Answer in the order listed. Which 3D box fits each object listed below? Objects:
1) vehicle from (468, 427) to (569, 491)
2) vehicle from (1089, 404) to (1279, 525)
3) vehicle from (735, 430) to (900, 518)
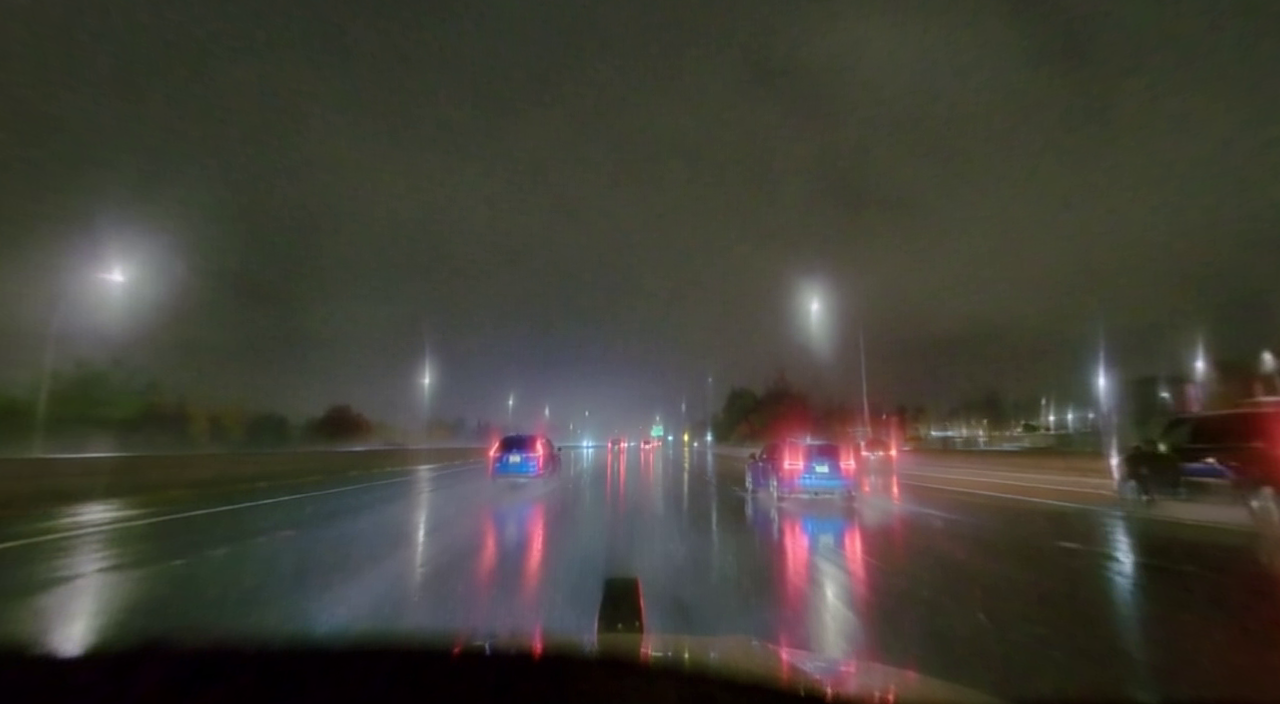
[{"bbox_3d":[-3.618,3.312,19.785,2.193,1.746,4.512,0,-8,1],"label":"vehicle"},{"bbox_3d":[11.110,1.937,11.052,2.223,1.865,5.704,0,-8,-1],"label":"vehicle"},{"bbox_3d":[3.559,2.547,13.814,2.107,1.550,4.949,0,-8,-1],"label":"vehicle"}]
